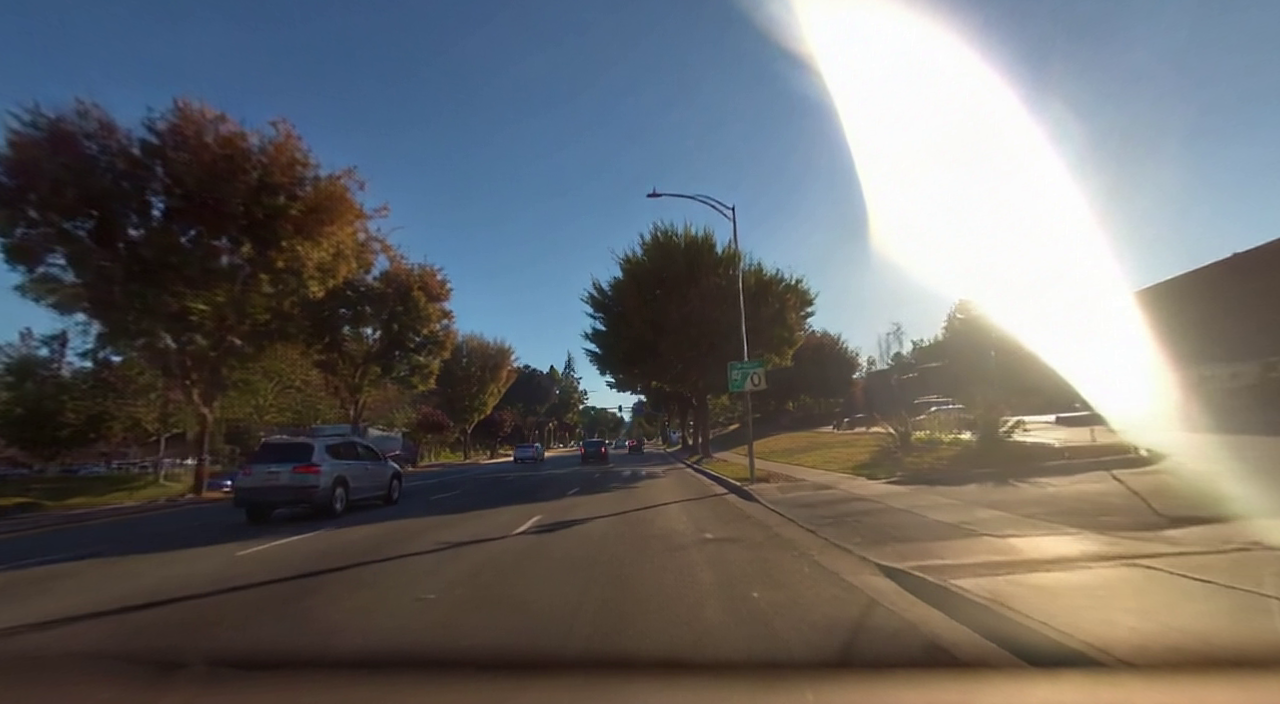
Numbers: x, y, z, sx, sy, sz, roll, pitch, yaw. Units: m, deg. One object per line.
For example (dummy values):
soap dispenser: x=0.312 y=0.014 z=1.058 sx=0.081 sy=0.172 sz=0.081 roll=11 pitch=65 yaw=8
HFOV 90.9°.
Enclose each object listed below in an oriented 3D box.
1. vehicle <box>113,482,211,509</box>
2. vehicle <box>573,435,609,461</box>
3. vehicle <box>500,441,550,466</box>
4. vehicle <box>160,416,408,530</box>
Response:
vehicle: x=-18.352 y=5.521 z=24.383 sx=0.944 sy=0.724 sz=3.568 roll=1 pitch=-9 yaw=2
vehicle: x=-3.220 y=6.429 z=42.249 sx=2.100 sy=1.661 sz=3.837 roll=0 pitch=-8 yaw=1
vehicle: x=-6.844 y=6.096 z=37.943 sx=2.072 sy=1.427 sz=4.328 roll=0 pitch=-8 yaw=1
vehicle: x=-6.730 y=2.342 z=12.779 sx=2.137 sy=1.835 sz=4.844 roll=0 pitch=-8 yaw=0
